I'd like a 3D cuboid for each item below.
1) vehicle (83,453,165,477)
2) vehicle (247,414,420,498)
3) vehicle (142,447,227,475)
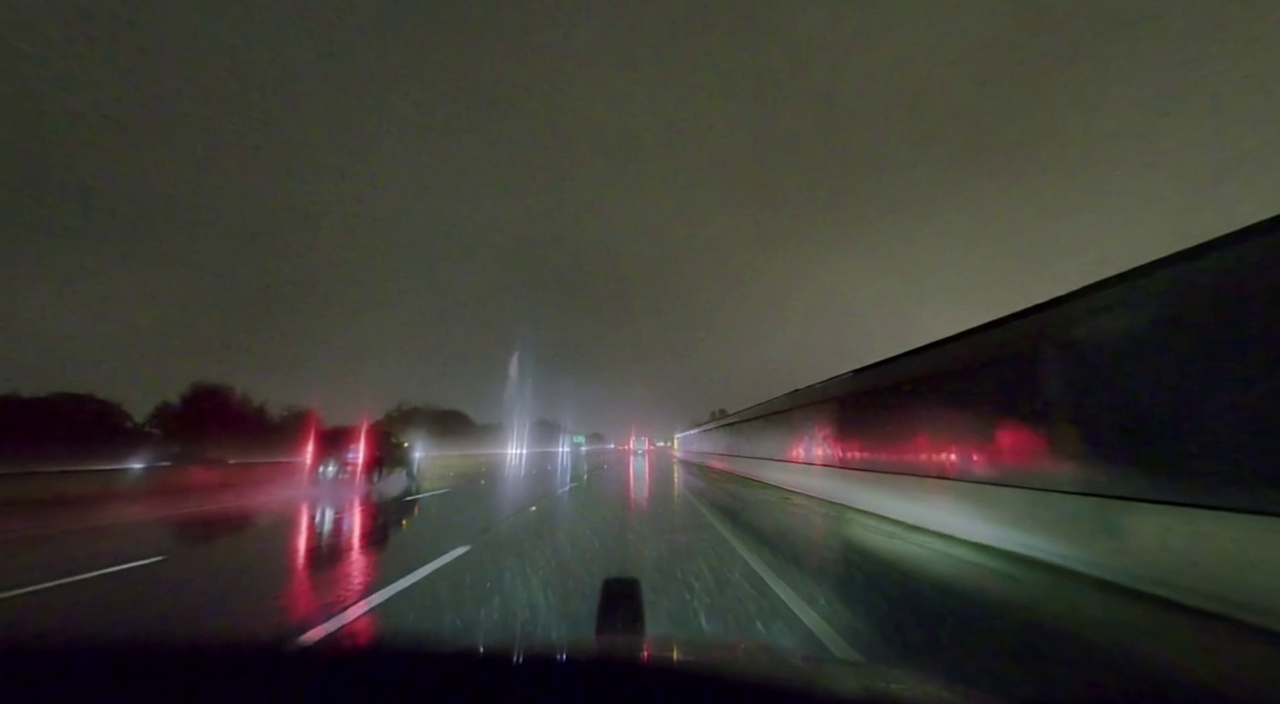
[{"bbox_3d":[-36.019,7.867,44.101,1.861,1.523,4.493,0,-9,1],"label":"vehicle"},{"bbox_3d":[-8.054,2.816,17.281,2.163,1.947,4.959,0,-9,1],"label":"vehicle"},{"bbox_3d":[-28.993,6.935,40.306,1.951,1.652,4.578,0,-9,1],"label":"vehicle"}]
